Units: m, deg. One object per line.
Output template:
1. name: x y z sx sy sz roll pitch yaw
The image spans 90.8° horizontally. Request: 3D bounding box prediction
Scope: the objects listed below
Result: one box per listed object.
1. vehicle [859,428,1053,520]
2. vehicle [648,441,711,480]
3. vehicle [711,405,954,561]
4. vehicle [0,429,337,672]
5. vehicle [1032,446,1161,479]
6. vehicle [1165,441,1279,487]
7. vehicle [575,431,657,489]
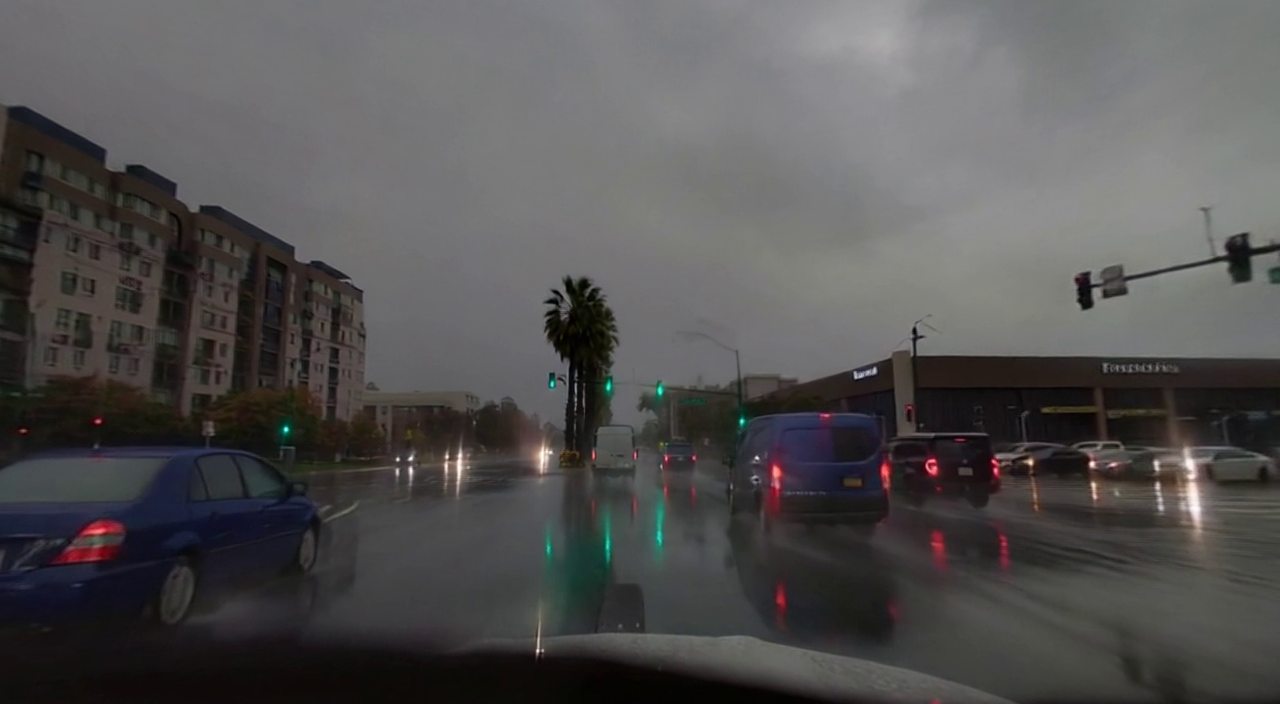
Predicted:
1. vehicle: 6.955 2.728 14.622 2.023 1.771 4.488 0 -9 -2
2. vehicle: 1.802 5.310 31.131 2.462 1.736 4.899 1 -9 -4
3. vehicle: 2.583 1.922 9.966 2.200 1.847 4.618 0 -9 -2
4. vehicle: -4.711 1.519 6.020 1.997 1.430 4.655 1 -9 -9
5. vehicle: 20.787 5.051 28.896 4.412 1.441 2.181 2 -10 -9
6. vehicle: 21.801 4.026 22.957 3.798 1.550 2.006 1 -9 -8
7. vehicle: -0.934 4.171 24.744 2.848 1.991 5.706 0 -9 -2
